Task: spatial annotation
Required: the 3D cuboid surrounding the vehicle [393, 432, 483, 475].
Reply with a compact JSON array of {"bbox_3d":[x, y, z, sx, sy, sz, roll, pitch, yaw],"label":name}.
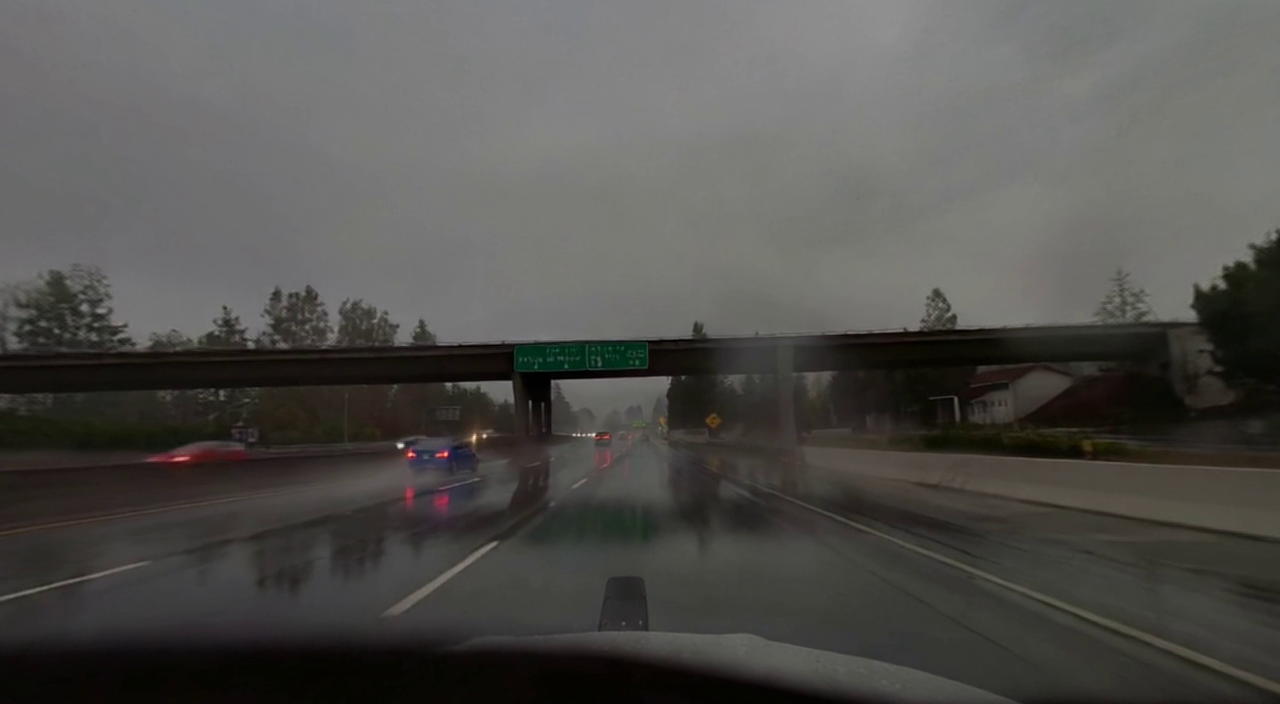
[{"bbox_3d":[-7.603,3.870,24.233,1.987,1.486,4.174,0,-8,2],"label":"vehicle"}]
